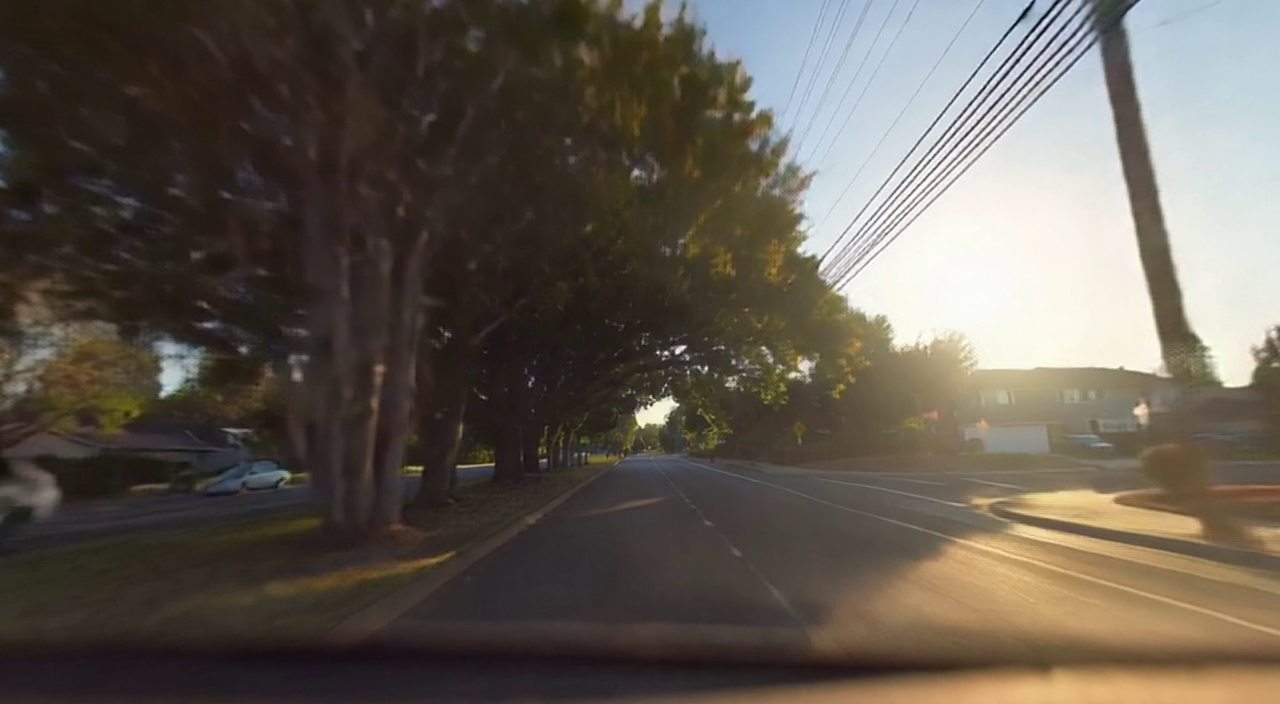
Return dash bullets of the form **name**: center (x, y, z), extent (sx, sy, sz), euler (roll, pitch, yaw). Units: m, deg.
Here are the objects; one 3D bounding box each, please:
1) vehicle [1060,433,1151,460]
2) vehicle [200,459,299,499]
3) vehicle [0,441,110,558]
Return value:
- **vehicle**: center (30.285, 6.178, 41.184), extent (4.300, 1.684, 1.904), euler (0, -8, 3)
- **vehicle**: center (-18.992, 6.160, 31.002), extent (1.955, 1.584, 4.664), euler (-4, -8, 0)
- **vehicle**: center (-10.349, 2.127, 9.035), extent (1.933, 1.709, 4.063), euler (0, -8, 0)
